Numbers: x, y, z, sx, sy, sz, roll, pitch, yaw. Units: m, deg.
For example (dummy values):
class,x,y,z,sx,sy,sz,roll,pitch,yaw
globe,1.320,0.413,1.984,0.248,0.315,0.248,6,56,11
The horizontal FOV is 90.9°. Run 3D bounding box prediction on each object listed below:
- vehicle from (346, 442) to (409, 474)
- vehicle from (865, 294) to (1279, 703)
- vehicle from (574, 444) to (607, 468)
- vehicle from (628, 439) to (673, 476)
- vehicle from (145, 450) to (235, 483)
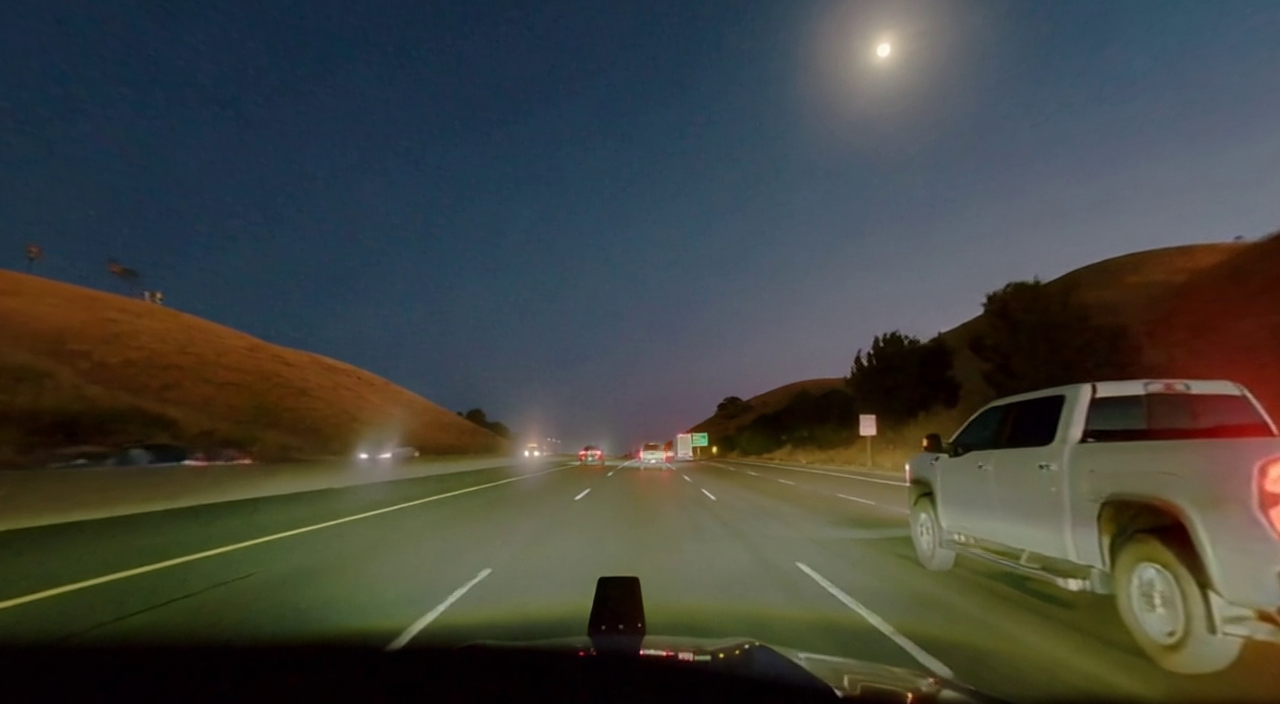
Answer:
class,x,y,z,sx,sy,sz,roll,pitch,yaw
vehicle,-12.407,5.001,29.959,1.471,1.394,3.294,0,-8,2
vehicle,4.202,1.047,4.901,2.700,1.980,5.866,0,-8,0
vehicle,-3.573,7.565,46.154,2.076,1.690,4.113,0,-8,1
vehicle,0.478,5.199,31.327,2.086,1.685,4.206,0,-8,0
vehicle,-19.225,4.885,27.098,1.455,1.316,3.206,0,-8,1
